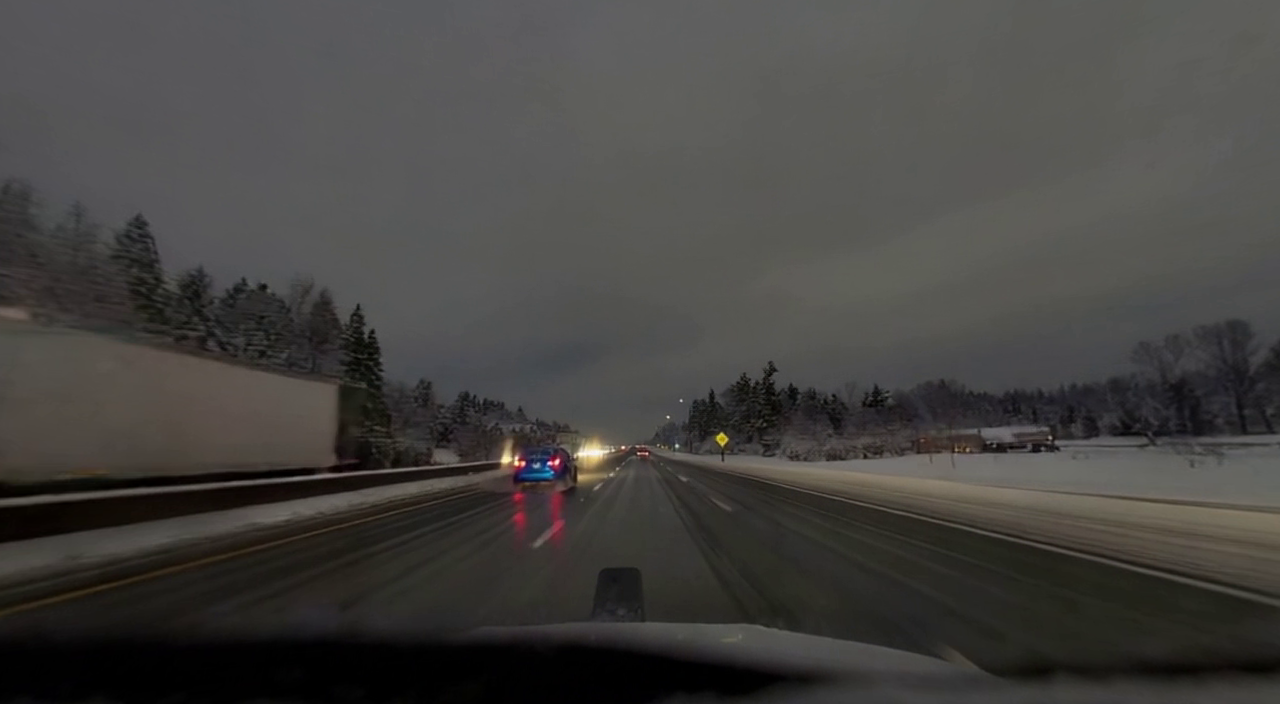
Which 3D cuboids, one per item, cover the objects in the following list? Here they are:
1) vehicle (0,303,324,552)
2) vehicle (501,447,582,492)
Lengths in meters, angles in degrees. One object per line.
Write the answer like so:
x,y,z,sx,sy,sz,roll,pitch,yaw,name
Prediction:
-10.736,1.451,11.368,3.090,3.520,13.662,0,-9,0,vehicle
-3.508,4.322,23.470,2.162,1.493,4.583,0,-9,1,vehicle
